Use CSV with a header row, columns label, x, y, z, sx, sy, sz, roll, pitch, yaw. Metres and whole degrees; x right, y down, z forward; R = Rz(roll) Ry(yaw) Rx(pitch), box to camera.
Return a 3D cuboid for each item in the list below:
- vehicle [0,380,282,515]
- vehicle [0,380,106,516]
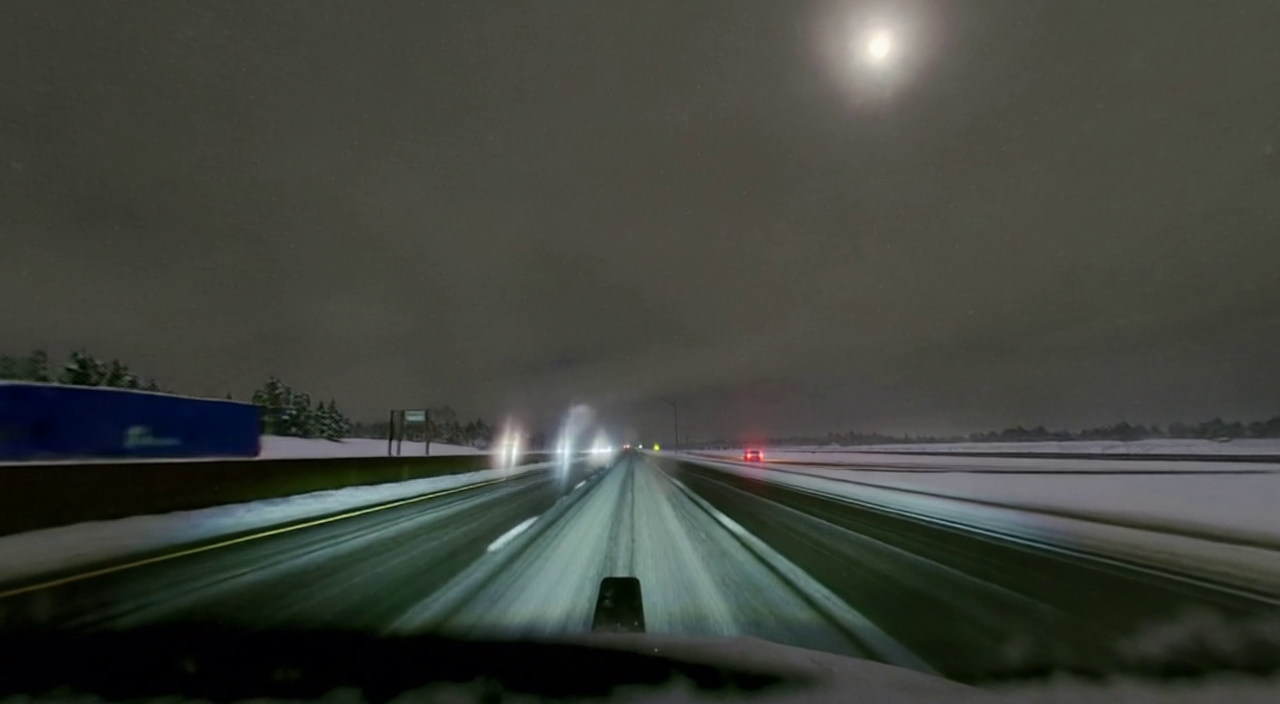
label,x,y,z,sx,sy,sz,roll,pitch,yaw
vehicle,-20.424,3.942,25.890,3.100,4.004,14.159,0,-9,-1
vehicle,-20.332,2.917,19.019,2.942,3.931,5.873,0,-9,-1
